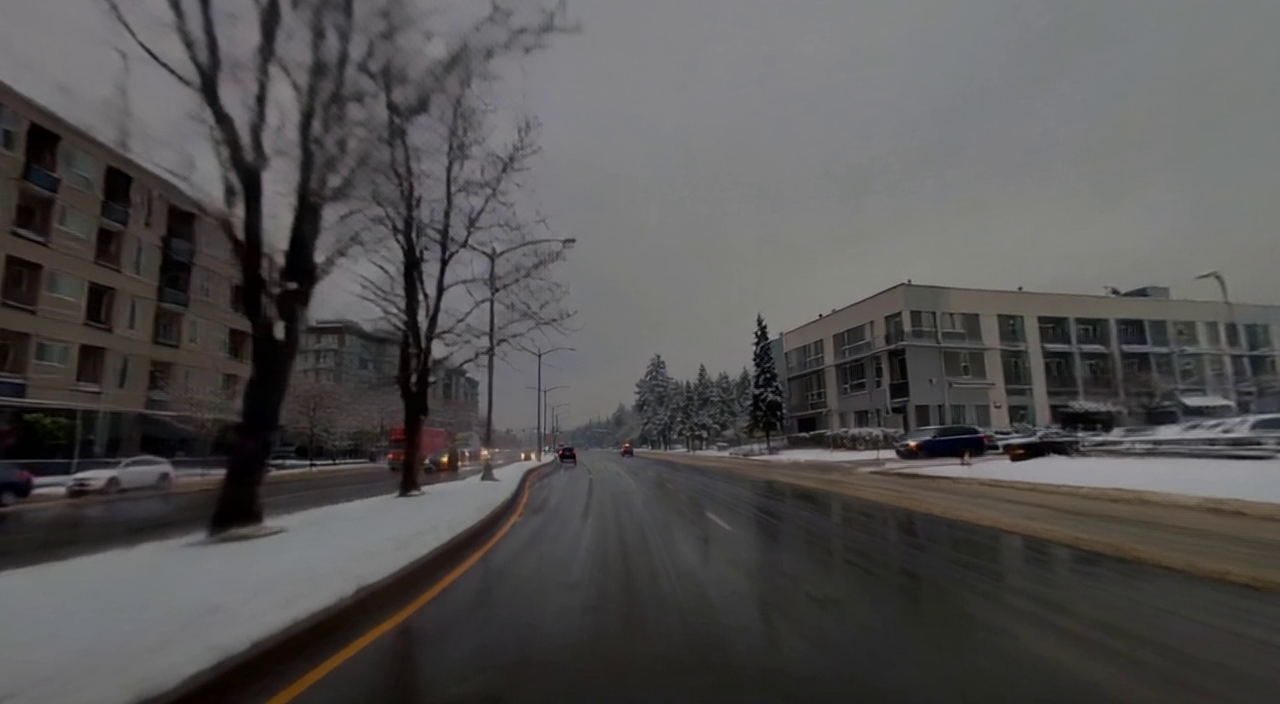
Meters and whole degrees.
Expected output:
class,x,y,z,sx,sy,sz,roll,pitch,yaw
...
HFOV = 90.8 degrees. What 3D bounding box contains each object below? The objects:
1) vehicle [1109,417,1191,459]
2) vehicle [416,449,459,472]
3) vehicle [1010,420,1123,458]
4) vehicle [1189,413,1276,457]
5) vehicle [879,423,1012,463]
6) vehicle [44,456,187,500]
class,x,y,z,sx,sy,sz,roll,pitch,yaw
vehicle,21.906,3.728,27.049,2.218,1.617,4.783,-9,-12,43
vehicle,-14.637,7.850,45.904,2.150,1.534,4.569,1,-9,-7
vehicle,21.641,4.474,32.317,4.218,1.780,2.331,-1,-10,18
vehicle,23.820,3.387,25.471,2.219,1.587,5.047,-8,-12,42
vehicle,16.054,4.875,33.638,5.829,1.995,2.659,-3,-9,15
vehicle,-21.348,5.114,26.033,2.155,1.542,4.584,0,-9,-4
